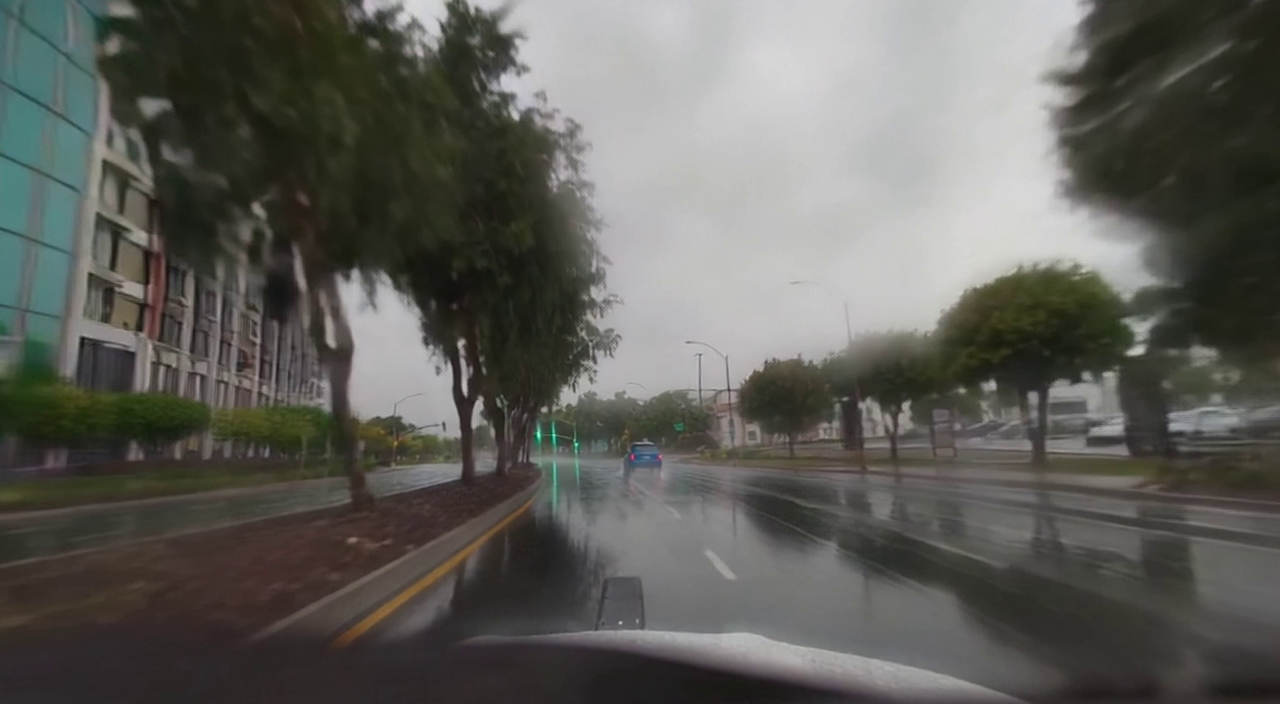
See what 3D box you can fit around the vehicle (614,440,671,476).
[{"bbox_3d":[0.034,5.248,31.527,2.165,1.633,4.381,1,-9,-8],"label":"vehicle"}]
